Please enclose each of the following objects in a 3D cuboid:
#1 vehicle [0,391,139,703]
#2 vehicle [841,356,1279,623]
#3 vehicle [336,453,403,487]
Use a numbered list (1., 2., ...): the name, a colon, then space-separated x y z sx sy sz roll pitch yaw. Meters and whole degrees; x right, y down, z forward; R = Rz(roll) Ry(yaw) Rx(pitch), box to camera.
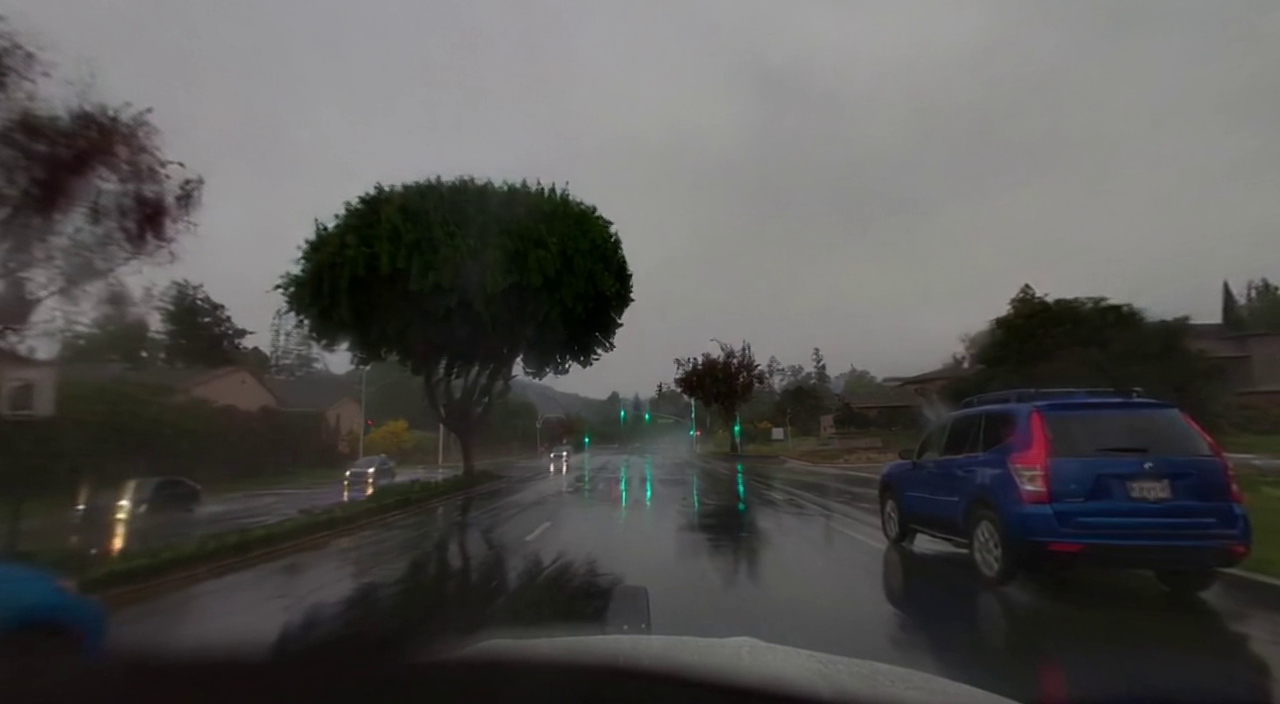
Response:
1. vehicle: -3.724 0.763 1.033 2.058 1.659 4.514 0 -9 0
2. vehicle: 4.476 1.475 7.761 2.338 2.063 5.592 -1 -9 2
3. vehicle: -15.083 6.579 35.430 2.077 1.704 4.602 1 -9 -6
